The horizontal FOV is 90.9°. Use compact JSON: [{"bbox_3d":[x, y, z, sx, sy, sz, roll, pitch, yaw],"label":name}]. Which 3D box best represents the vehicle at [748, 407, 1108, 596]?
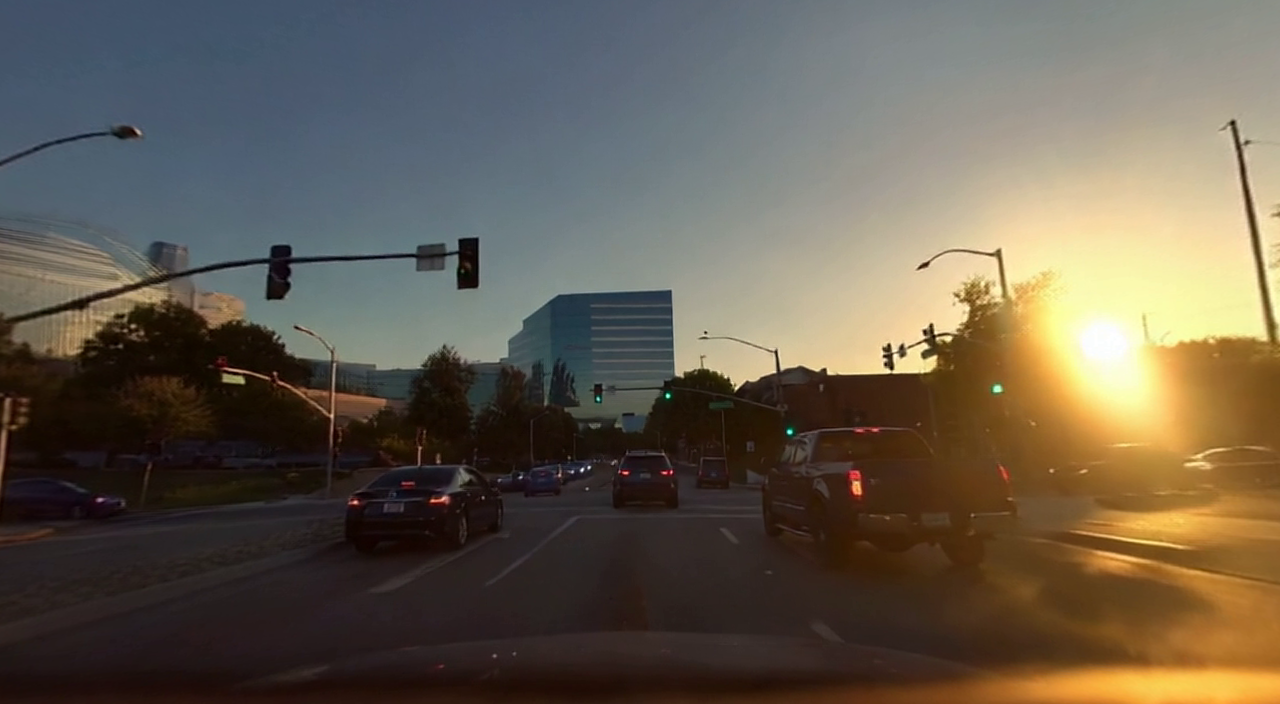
[{"bbox_3d":[3.349,1.929,9.242,2.571,1.857,5.841,0,-9,1],"label":"vehicle"}]

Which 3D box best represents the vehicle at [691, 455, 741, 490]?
[{"bbox_3d":[4.472,7.172,38.003,2.408,1.908,5.355,0,-9,1],"label":"vehicle"}]

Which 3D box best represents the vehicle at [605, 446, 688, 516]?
[{"bbox_3d":[0.218,3.593,18.072,2.113,1.768,3.901,0,-9,2],"label":"vehicle"}]

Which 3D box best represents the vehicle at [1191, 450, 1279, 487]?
[{"bbox_3d":[25.027,4.701,25.356,4.180,1.376,1.583,1,-9,0],"label":"vehicle"}]

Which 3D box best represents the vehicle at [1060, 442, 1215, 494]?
[{"bbox_3d":[19.970,4.637,25.487,4.437,1.863,2.068,-1,-7,1],"label":"vehicle"}]

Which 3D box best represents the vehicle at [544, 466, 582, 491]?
[{"bbox_3d":[-5.101,8.428,42.222,1.882,1.342,3.755,-4,-9,2],"label":"vehicle"}]

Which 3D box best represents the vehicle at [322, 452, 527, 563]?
[{"bbox_3d":[-3.393,2.521,11.097,1.909,1.476,4.751,0,-9,0],"label":"vehicle"}]

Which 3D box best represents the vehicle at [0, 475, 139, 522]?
[{"bbox_3d":[-23.378,5.823,25.082,5.100,1.533,2.032,-2,-9,-1],"label":"vehicle"}]
